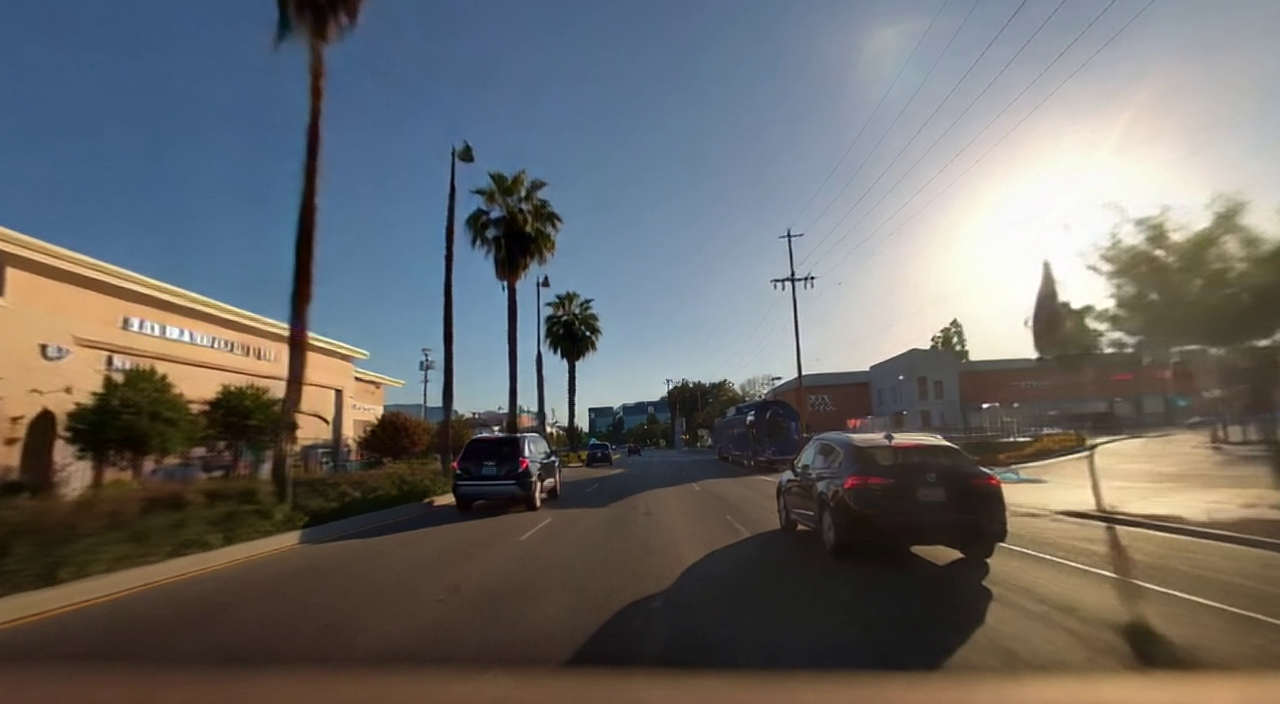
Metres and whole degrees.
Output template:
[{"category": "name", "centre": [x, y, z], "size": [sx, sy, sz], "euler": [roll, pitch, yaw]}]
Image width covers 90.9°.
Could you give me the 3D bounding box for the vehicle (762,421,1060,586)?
[{"category": "vehicle", "centre": [2.944, 1.729, 8.028], "size": [1.946, 1.513, 4.133], "euler": [0, -8, 0]}]

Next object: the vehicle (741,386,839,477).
[{"category": "vehicle", "centre": [7.225, 4.076, 31.805], "size": [2.902, 3.992, 8.073], "euler": [0, -8, 0]}]

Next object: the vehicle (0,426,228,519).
[{"category": "vehicle", "centre": [-21.653, 4.885, 26.479], "size": [2.989, 3.225, 8.285], "euler": [0, -9, 1]}]

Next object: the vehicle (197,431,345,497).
[{"category": "vehicle", "centre": [-21.411, 6.538, 37.508], "size": [3.030, 3.354, 9.135], "euler": [-1, -9, 2]}]

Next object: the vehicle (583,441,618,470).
[{"category": "vehicle", "centre": [-2.495, 6.703, 40.892], "size": [1.998, 1.743, 4.402], "euler": [0, -8, 0]}]

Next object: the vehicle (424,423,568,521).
[{"category": "vehicle", "centre": [-2.950, 2.578, 14.053], "size": [2.058, 1.804, 4.391], "euler": [-1, -8, 1]}]
